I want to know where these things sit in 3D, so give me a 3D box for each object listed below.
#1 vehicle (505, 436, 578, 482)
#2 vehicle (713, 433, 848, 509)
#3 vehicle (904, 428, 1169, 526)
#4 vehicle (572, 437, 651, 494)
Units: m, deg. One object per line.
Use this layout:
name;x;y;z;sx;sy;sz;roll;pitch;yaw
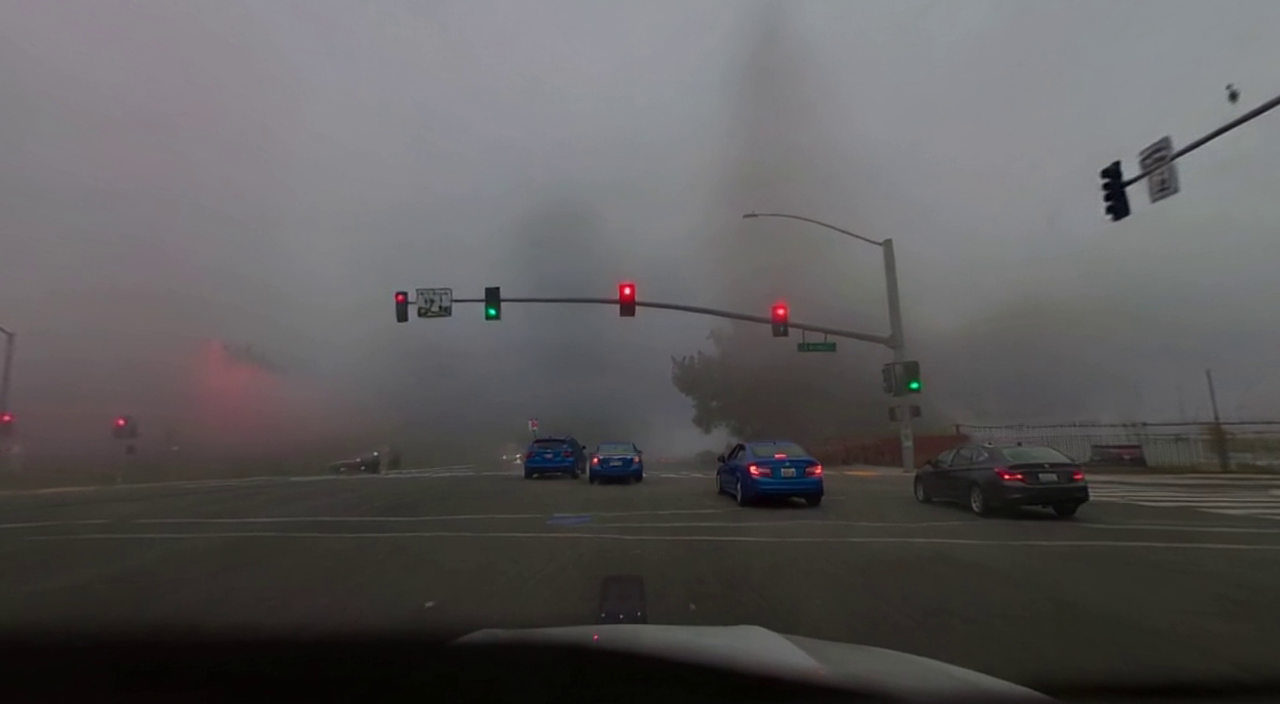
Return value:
vehicle;-3.672;4.066;24.314;2.073;1.606;4.364;0;-8;0
vehicle;3.075;2.715;14.932;2.053;1.490;4.464;0;-8;-1
vehicle;6.923;2.211;11.785;2.004;1.455;4.417;0;-8;-1
vehicle;-0.793;3.309;18.784;2.065;1.464;4.216;0;-8;-1
